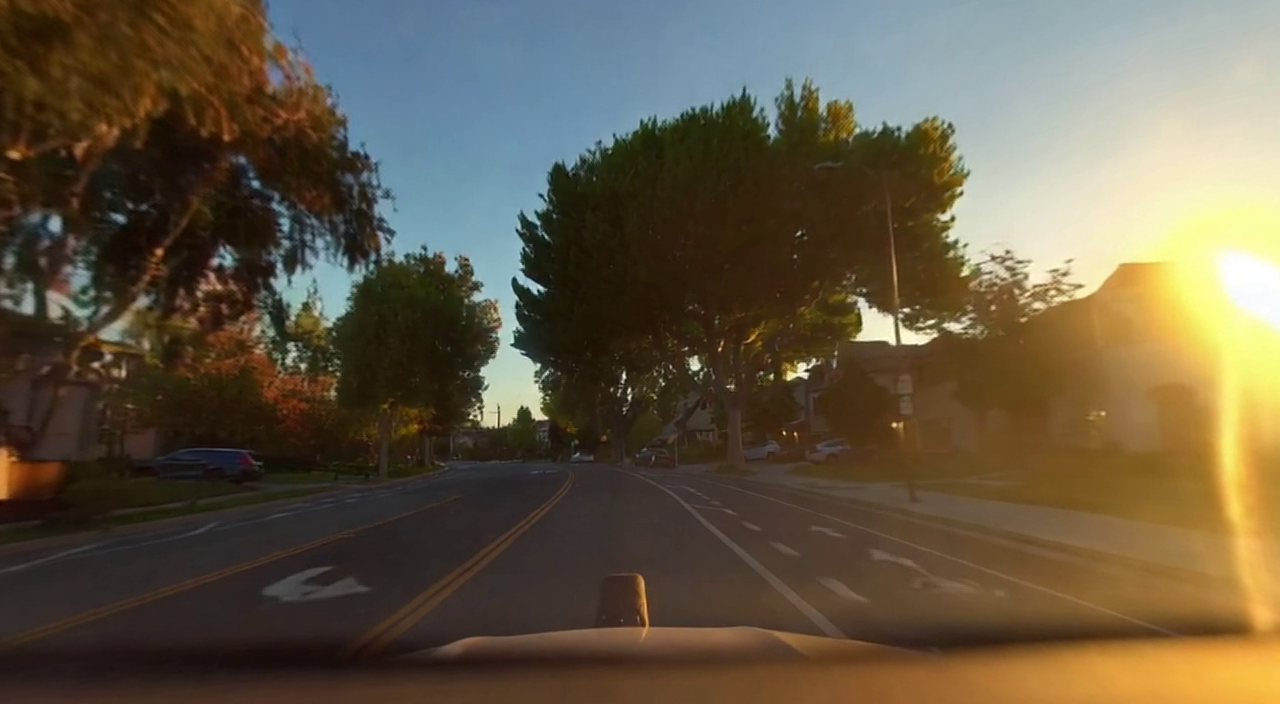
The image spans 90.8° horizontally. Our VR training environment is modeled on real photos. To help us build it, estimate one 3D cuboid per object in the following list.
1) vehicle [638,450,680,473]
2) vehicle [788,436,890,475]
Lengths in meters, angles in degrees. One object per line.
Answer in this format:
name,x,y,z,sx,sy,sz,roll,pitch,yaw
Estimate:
vehicle,1.323,7.966,46.192,1.997,1.618,4.119,2,-9,-14
vehicle,10.843,5.697,34.575,4.697,1.861,2.126,0,-12,-14
